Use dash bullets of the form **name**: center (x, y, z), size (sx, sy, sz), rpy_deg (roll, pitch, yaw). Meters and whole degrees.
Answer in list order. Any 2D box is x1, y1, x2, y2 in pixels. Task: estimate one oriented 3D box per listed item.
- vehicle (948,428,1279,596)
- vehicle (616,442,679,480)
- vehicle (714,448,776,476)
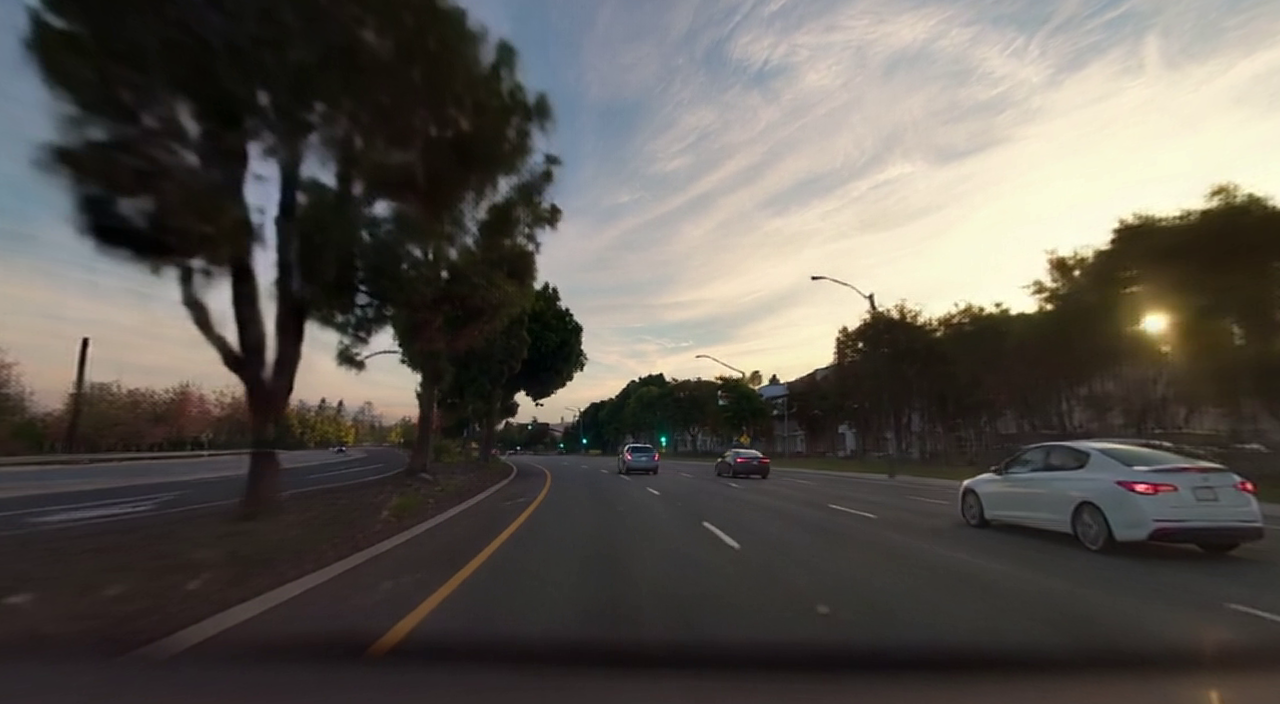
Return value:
- **vehicle**: center (5.987, 1.750, 7.883), size (1.882, 1.476, 4.344), rpy_deg (0, -8, -3)
- **vehicle**: center (0.255, 5.146, 30.189), size (2.122, 1.646, 4.525), rpy_deg (2, -9, -11)
- **vehicle**: center (5.949, 6.281, 36.365), size (1.940, 1.460, 4.652), rpy_deg (2, -9, -12)
